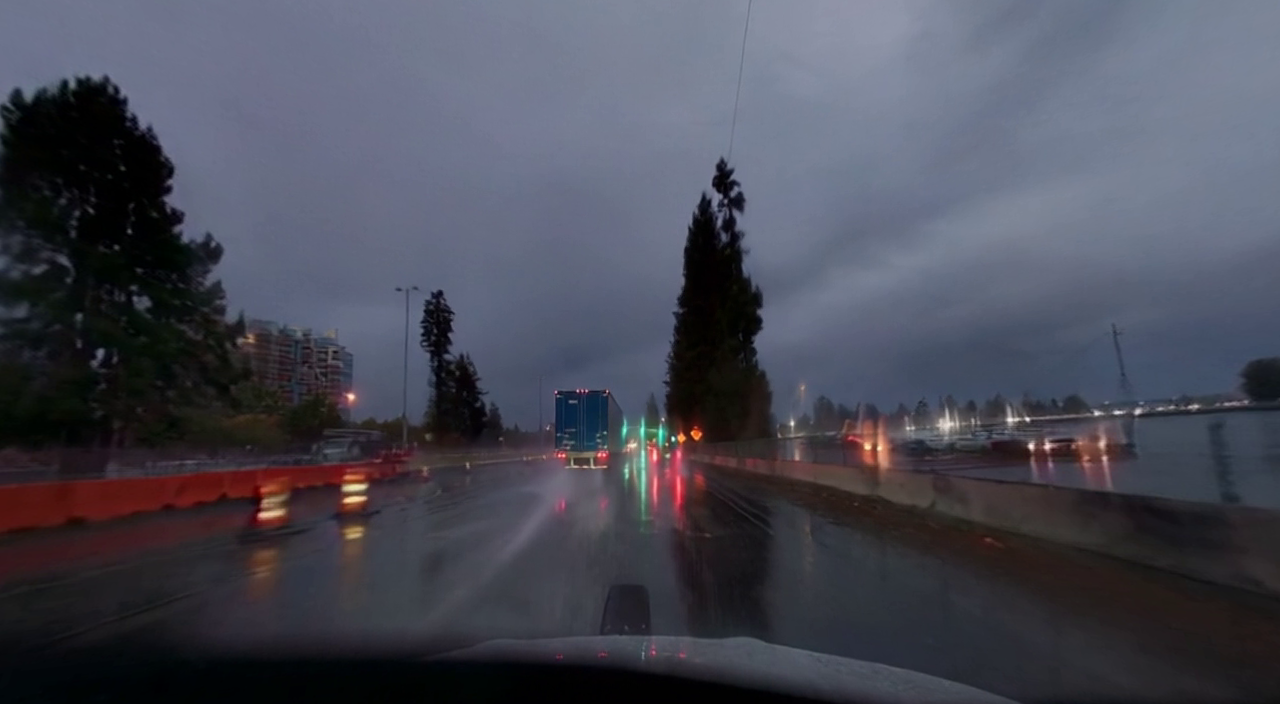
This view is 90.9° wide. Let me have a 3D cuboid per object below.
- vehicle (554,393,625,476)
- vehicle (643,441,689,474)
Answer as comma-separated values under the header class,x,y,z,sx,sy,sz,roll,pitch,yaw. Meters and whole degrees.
class,x,y,z,sx,sy,sz,roll,pitch,yaw
vehicle,-2.705,5.222,39.148,2.906,4.115,15.715,0,-8,1
vehicle,1.329,5.726,34.509,2.304,1.675,4.462,0,-8,0
